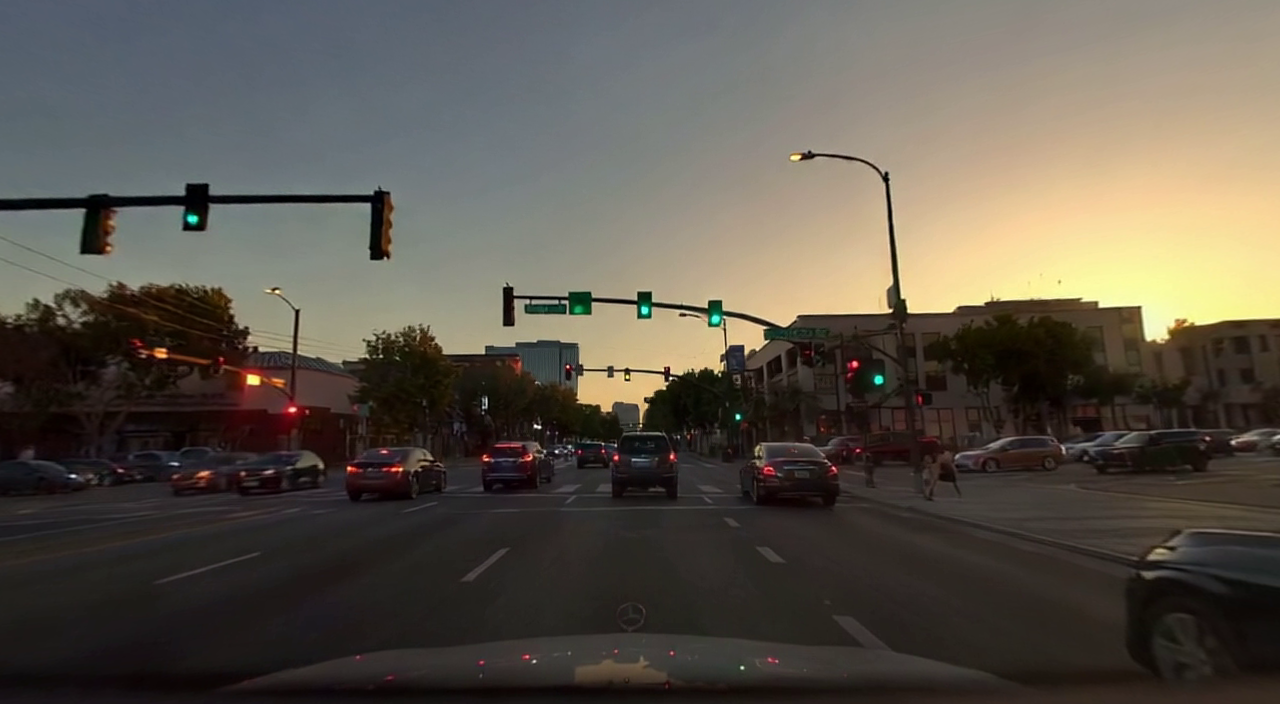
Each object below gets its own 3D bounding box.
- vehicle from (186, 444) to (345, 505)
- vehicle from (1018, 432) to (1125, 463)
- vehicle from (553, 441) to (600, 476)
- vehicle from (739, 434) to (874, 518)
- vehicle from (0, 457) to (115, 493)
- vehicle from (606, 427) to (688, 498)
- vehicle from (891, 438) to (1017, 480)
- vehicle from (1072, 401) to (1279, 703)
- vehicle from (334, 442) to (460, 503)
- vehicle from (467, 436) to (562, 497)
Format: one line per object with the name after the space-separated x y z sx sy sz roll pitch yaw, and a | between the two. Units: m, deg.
-11.404 3.723 19.679 2.077 1.657 4.589 0 -8 1 | vehicle
23.012 5.101 33.731 4.236 1.617 1.832 -1 -9 9 | vehicle
-3.182 5.427 32.399 1.894 1.642 3.861 0 -8 1 | vehicle
3.337 2.565 13.600 2.030 1.492 4.383 -1 -8 4 | vehicle
-29.822 6.245 32.234 4.337 1.690 1.875 -1 -8 5 | vehicle
0.206 3.096 18.037 2.075 1.770 4.018 0 -8 1 | vehicle
12.189 4.107 24.430 4.566 1.457 1.986 4 -9 -27 | vehicle
3.541 0.818 1.621 1.927 1.498 4.169 0 -8 1 | vehicle
-6.676 3.334 17.888 1.852 1.495 4.211 0 -8 1 | vehicle
-3.642 3.395 19.114 1.886 1.599 4.247 0 -8 1 | vehicle
